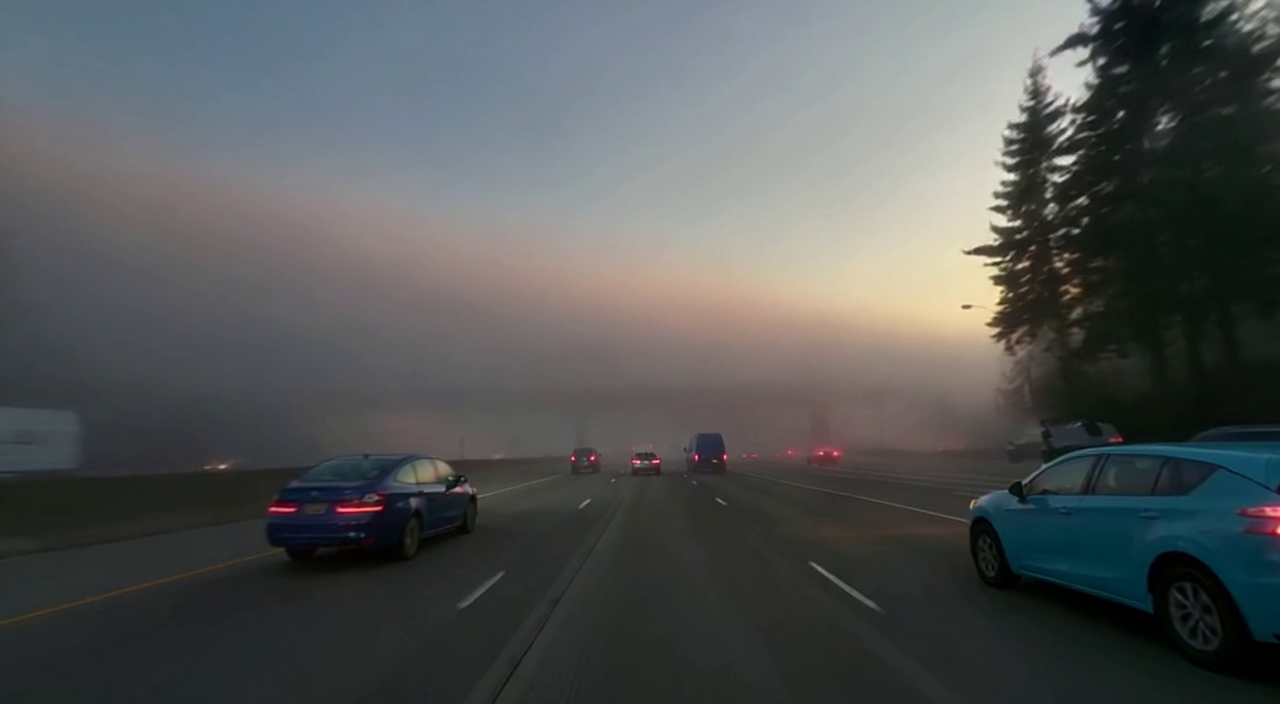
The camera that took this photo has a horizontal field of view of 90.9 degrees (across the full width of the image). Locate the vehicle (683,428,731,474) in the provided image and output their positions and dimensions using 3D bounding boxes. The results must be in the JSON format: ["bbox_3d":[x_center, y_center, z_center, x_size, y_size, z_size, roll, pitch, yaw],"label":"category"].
[{"bbox_3d":[4.244,6.459,41.316,2.436,2.745,6.607,0,-9,0],"label":"vehicle"}]

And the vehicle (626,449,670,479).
[{"bbox_3d":[0.391,5.908,33.461,2.174,1.467,4.005,0,-8,0],"label":"vehicle"}]

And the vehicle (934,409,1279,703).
[{"bbox_3d":[4.172,1.255,4.374,2.085,1.558,4.466,0,-9,0],"label":"vehicle"}]

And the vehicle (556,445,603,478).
[{"bbox_3d":[-3.303,6.093,35.366,2.078,1.706,4.298,-1,-8,2],"label":"vehicle"}]

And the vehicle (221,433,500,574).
[{"bbox_3d":[-3.580,1.999,9.090,2.137,1.562,3.926,0,-8,2],"label":"vehicle"}]
